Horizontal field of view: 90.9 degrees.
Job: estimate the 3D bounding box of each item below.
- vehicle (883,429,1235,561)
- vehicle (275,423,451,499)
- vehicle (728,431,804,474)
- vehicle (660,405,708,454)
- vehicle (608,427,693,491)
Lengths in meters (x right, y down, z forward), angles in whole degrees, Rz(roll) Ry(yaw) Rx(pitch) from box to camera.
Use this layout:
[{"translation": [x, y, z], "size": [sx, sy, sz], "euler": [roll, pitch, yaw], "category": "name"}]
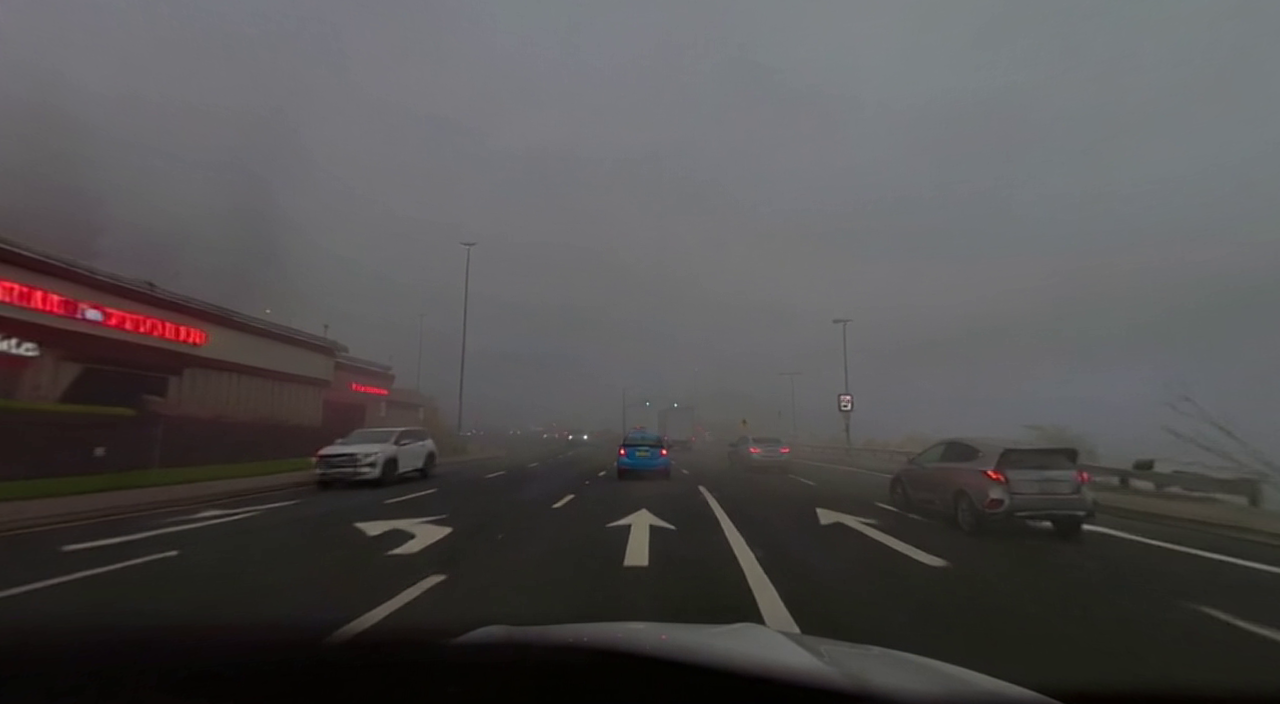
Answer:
[{"translation": [5.564, 1.901, 9.423], "size": [2.081, 1.434, 4.833], "euler": [0, -8, 2], "category": "vehicle"}, {"translation": [-6.198, 2.466, 14.815], "size": [1.980, 1.499, 4.417], "euler": [0, -8, 2], "category": "vehicle"}, {"translation": [4.651, 3.746, 23.785], "size": [1.889, 1.480, 3.876], "euler": [1, -8, -3], "category": "vehicle"}, {"translation": [3.242, 5.986, 48.354], "size": [2.917, 3.482, 6.946], "euler": [0, -8, -2], "category": "vehicle"}, {"translation": [0.279, 2.734, 16.517], "size": [1.991, 1.472, 3.518], "euler": [0, -8, 1], "category": "vehicle"}]
